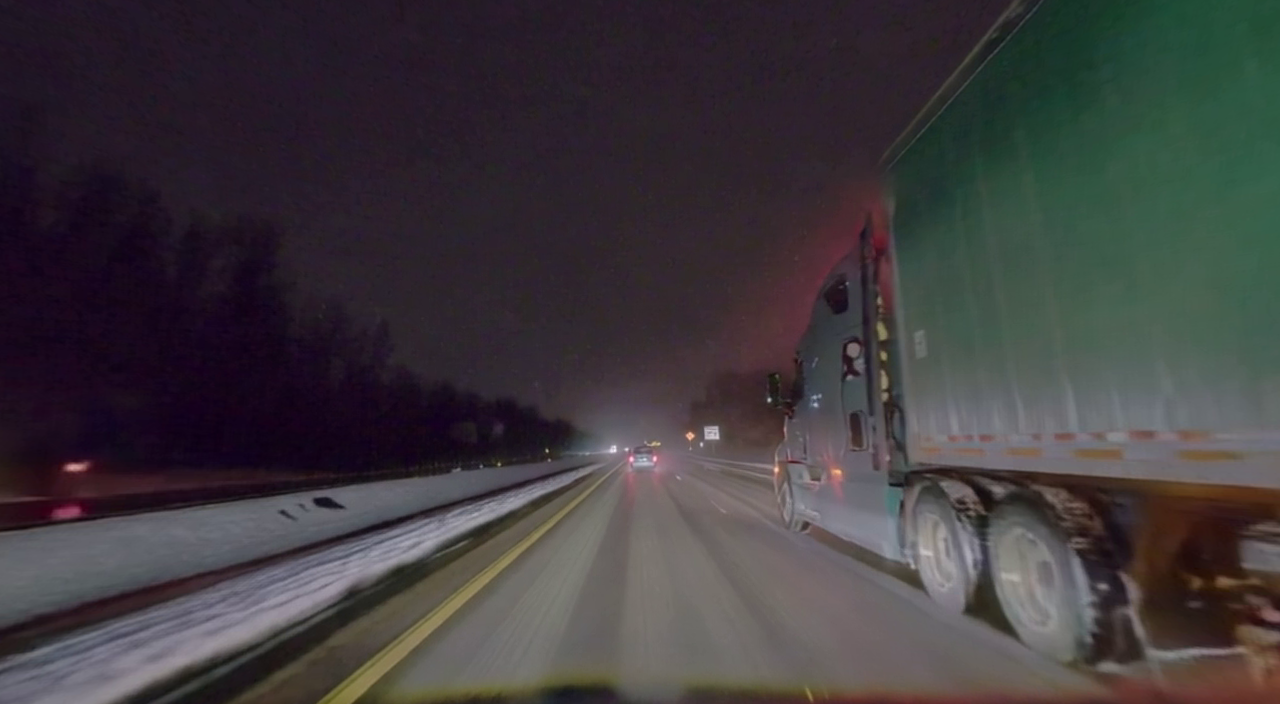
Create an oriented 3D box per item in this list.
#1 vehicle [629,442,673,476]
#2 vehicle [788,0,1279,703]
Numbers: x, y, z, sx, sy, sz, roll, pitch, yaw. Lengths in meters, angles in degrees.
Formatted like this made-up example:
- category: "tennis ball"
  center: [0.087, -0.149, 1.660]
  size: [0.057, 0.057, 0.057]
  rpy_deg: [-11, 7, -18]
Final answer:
- category: "vehicle"
  center: [0.497, 5.070, 30.170]
  size: [1.968, 1.515, 4.025]
  rpy_deg: [0, -8, 0]
- category: "vehicle"
  center: [3.775, 0.257, 5.251]
  size: [3.032, 3.821, 8.547]
  rpy_deg: [0, -8, 0]
